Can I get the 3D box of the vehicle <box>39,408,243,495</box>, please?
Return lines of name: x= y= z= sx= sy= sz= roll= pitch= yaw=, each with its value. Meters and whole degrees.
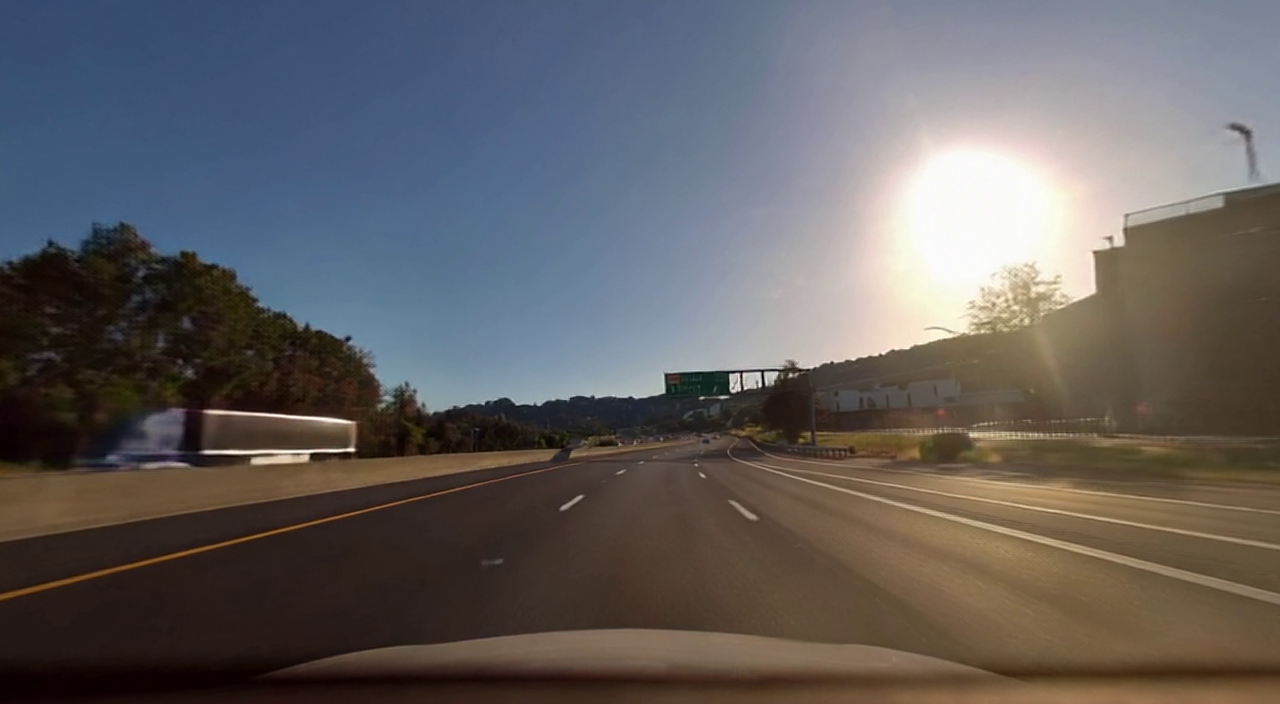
vehicle: x=-21.068 y=4.282 z=27.331 sx=2.950 sy=3.246 sz=6.825 roll=0 pitch=-9 yaw=2
